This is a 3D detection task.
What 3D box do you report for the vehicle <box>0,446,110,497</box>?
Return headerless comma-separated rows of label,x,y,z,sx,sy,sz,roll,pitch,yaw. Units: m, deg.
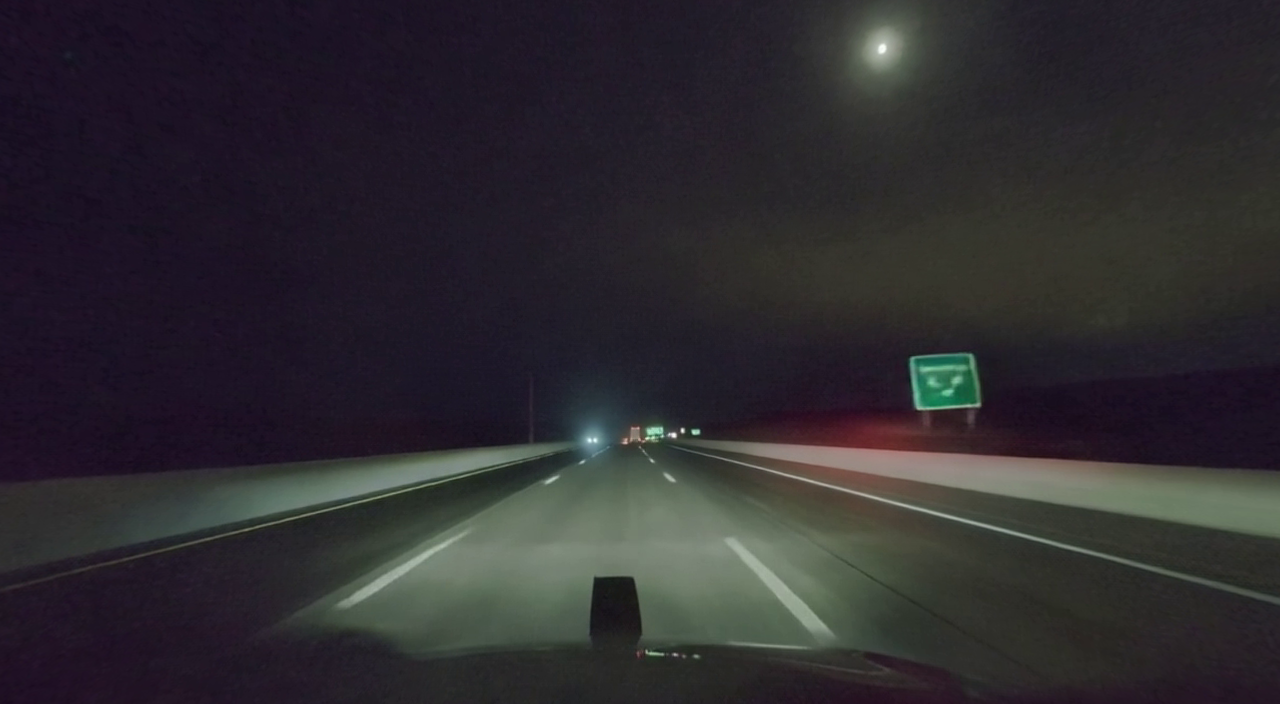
vehicle,-20.843,4.024,21.489,1.829,1.515,4.130,0,-8,0
